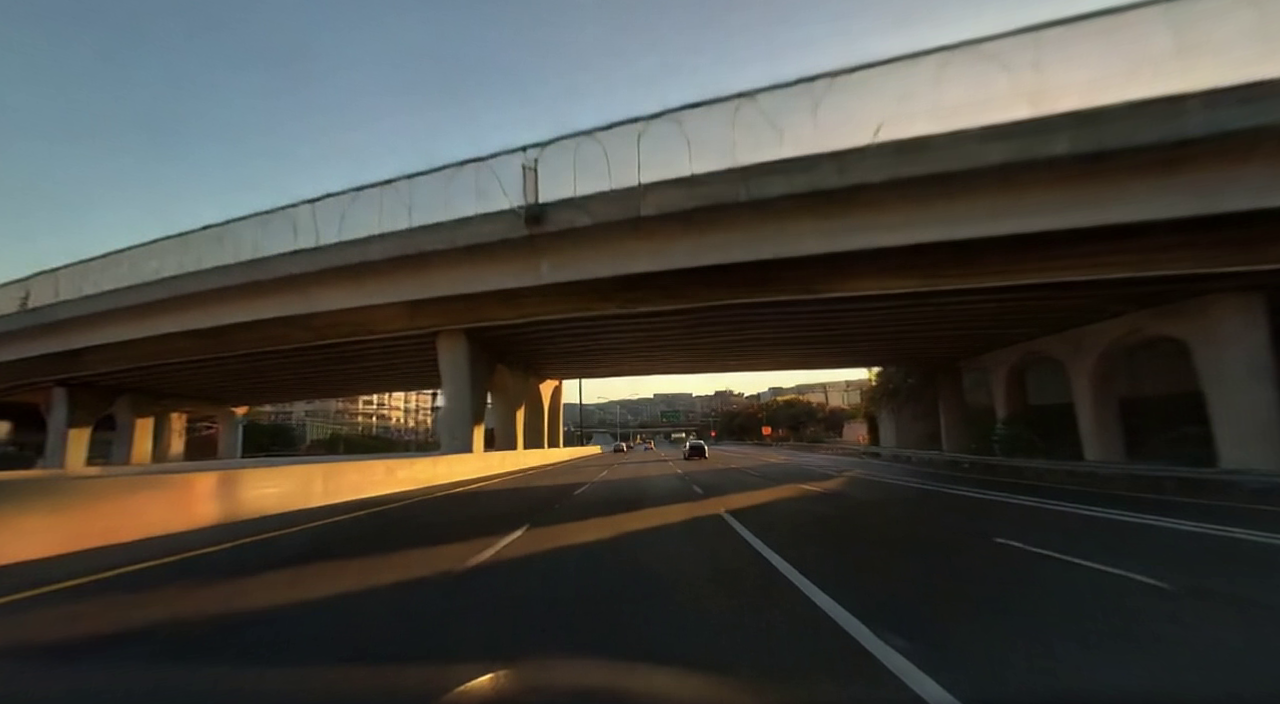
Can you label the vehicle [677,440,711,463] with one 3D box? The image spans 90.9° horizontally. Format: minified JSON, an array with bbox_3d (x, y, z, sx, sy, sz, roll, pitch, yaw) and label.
[{"bbox_3d":[3.764,7.087,44.920,1.949,1.515,4.374,0,-9,-1],"label":"vehicle"}]
